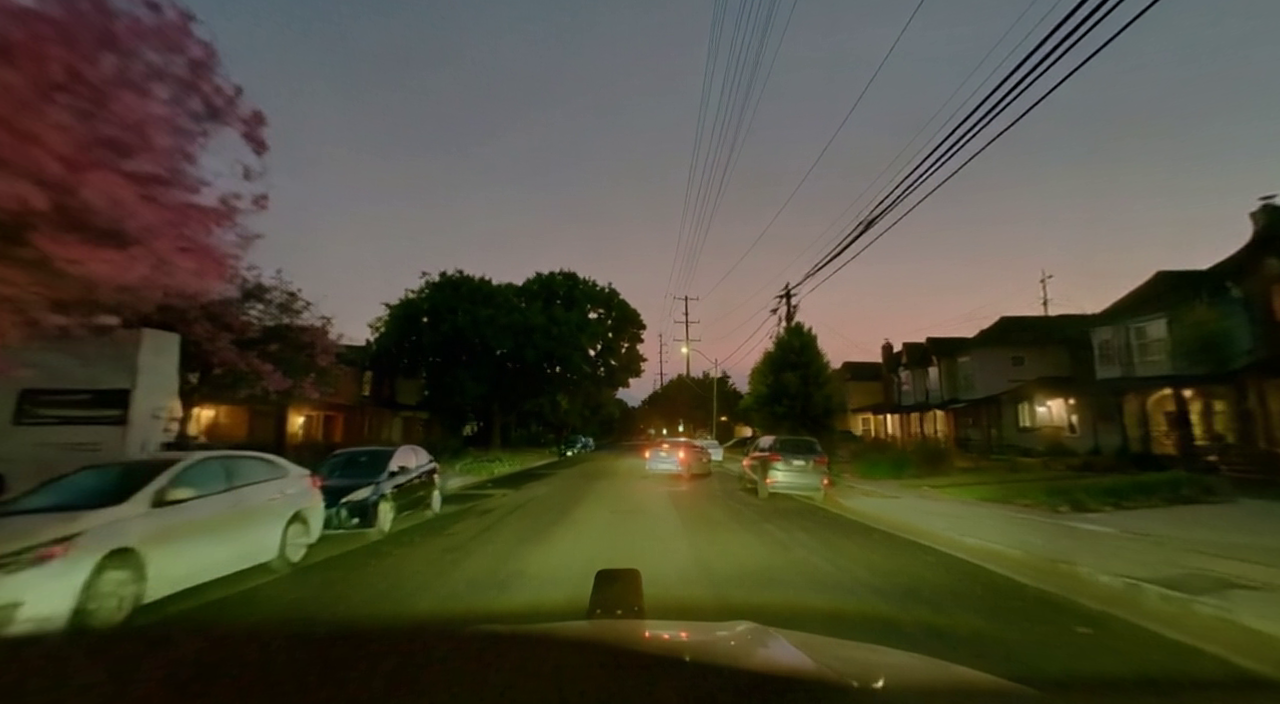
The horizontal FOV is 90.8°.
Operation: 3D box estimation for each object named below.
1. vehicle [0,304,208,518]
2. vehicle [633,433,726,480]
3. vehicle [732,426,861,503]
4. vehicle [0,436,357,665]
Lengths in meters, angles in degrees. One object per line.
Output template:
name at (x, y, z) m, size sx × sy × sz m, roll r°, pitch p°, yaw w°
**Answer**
vehicle at (-13.079, 1.100, 11.426) m, size 8.239 × 3.354 × 2.902 m, roll 0°, pitch -9°, yaw 1°
vehicle at (1.510, 3.613, 22.127) m, size 2.075 × 1.449 × 4.526 m, roll -3°, pitch -9°, yaw 19°
vehicle at (3.779, 2.809, 16.183) m, size 2.103 × 1.679 × 4.386 m, roll 0°, pitch -8°, yaw -1°
vehicle at (-4.852, 1.606, 6.439) m, size 1.874 × 1.413 × 4.442 m, roll 0°, pitch -7°, yaw 0°
